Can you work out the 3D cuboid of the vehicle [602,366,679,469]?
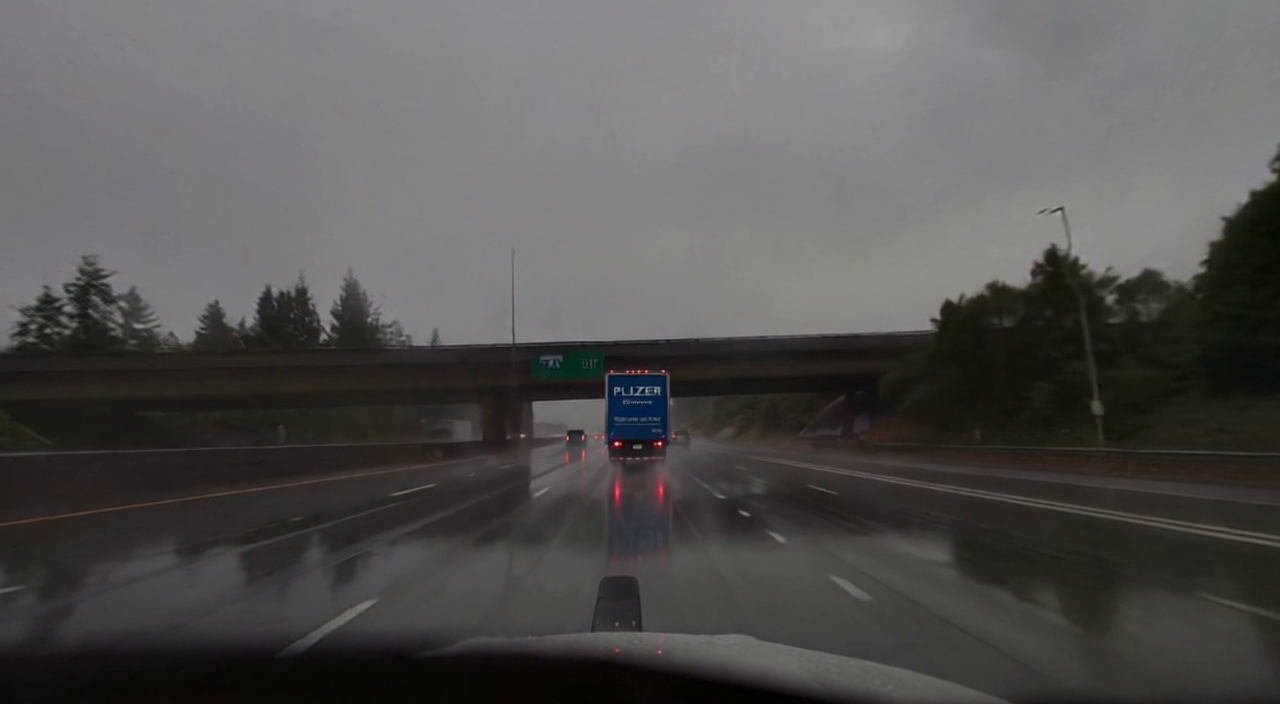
[{"bbox_3d":[-0.106,3.327,30.305,2.926,3.959,11.818,0,-8,-1],"label":"vehicle"}]
